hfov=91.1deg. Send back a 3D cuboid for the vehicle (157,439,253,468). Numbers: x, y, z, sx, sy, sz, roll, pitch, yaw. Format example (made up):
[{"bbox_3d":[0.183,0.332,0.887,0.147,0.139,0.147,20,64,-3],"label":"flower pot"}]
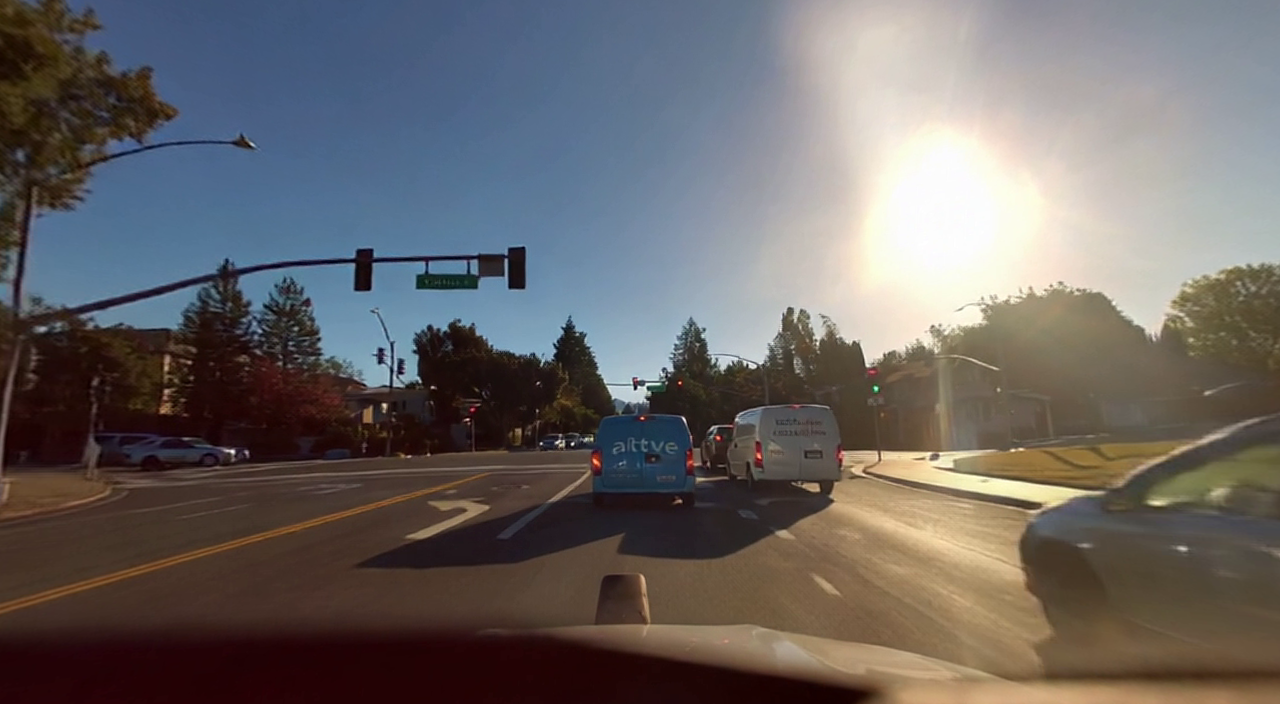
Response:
[{"bbox_3d":[-25.168,5.859,36.444,4.073,1.603,1.920,1,-8,-8],"label":"vehicle"}]

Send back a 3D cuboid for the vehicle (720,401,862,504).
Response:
[{"bbox_3d":[3.106,2.181,13.946,2.059,1.924,4.257,0,-8,0],"label":"vehicle"}]

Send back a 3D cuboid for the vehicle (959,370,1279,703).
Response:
[{"bbox_3d":[3.271,0.813,2.168,1.934,1.506,4.544,0,-8,0],"label":"vehicle"}]

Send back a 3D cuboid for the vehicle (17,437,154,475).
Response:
[{"bbox_3d":[-28.330,5.320,32.233,4.757,1.841,2.121,1,-8,-7],"label":"vehicle"}]

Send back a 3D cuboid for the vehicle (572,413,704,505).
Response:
[{"bbox_3d":[-0.013,2.200,13.322,2.321,1.624,4.367,0,-8,1],"label":"vehicle"}]
